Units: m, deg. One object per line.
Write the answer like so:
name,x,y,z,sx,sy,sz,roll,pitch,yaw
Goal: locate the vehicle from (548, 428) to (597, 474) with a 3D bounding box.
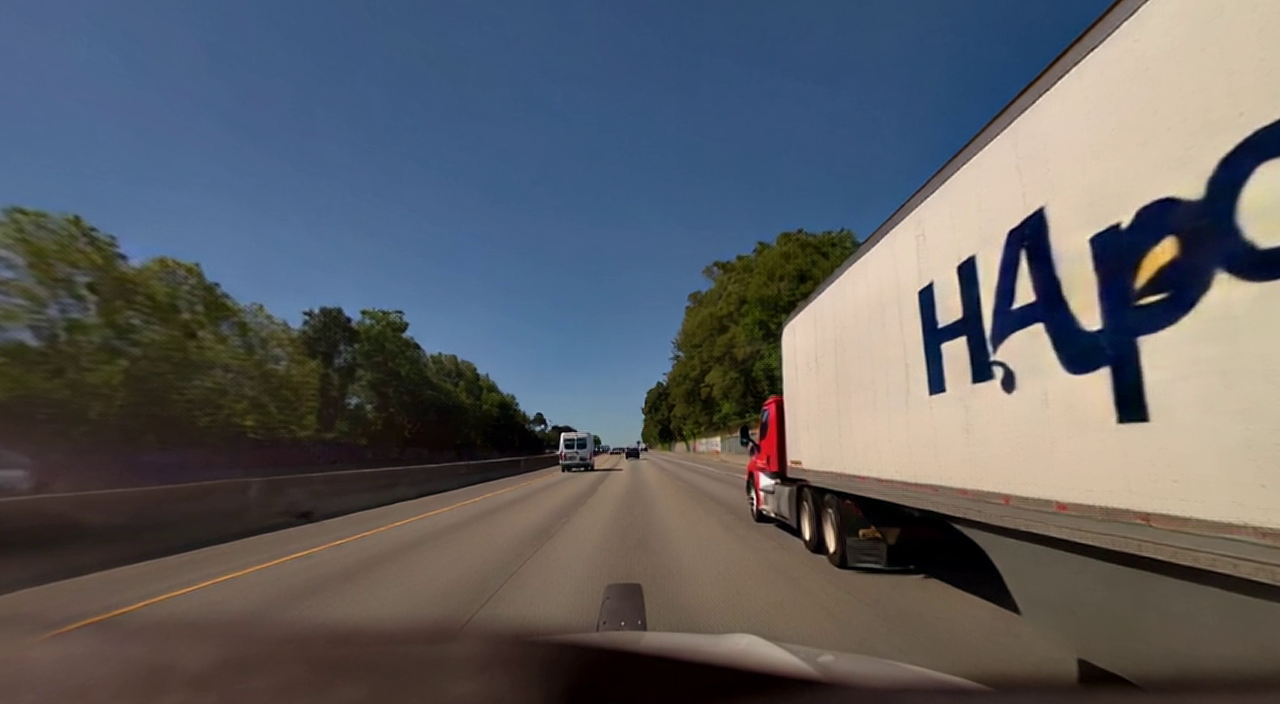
vehicle,-3.977,5.992,38.090,2.305,2.517,5.486,-1,-9,0
